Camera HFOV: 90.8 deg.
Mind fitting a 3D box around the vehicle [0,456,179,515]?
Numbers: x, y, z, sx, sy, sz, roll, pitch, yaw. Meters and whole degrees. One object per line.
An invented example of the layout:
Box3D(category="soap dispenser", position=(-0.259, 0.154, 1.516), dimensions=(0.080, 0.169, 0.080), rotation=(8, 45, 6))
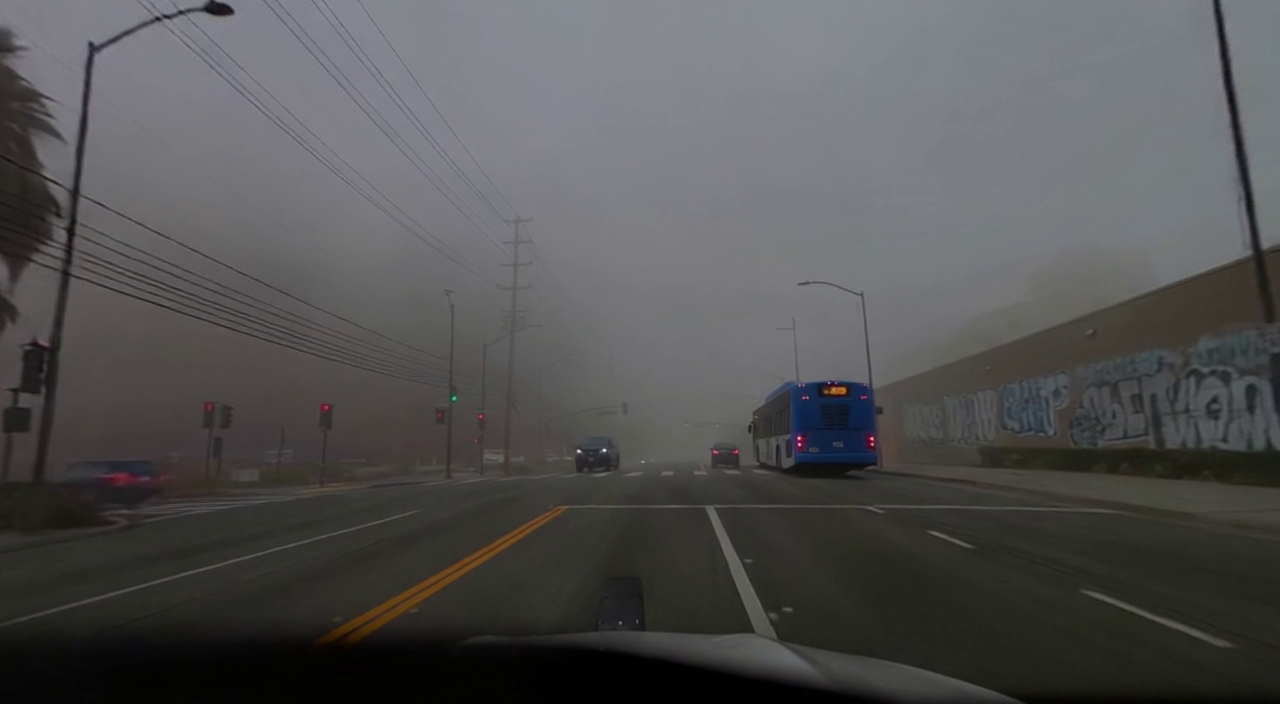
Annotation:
Box3D(category="vehicle", position=(-16.385, 3.825, 18.281), dimensions=(4.420, 1.544, 2.018), rotation=(0, -9, -2))

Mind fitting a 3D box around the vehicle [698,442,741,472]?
Box3D(category="vehicle", position=(4.269, 5.677, 34.342), dimensions=(1.961, 1.470, 4.196), rotation=(-1, -8, 3))

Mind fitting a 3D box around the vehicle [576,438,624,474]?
Box3D(category="vehicle", position=(-2.082, 5.610, 34.180), dimensions=(2.015, 1.818, 4.061), rotation=(-1, -9, 5))

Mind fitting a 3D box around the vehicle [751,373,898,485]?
Box3D(category="vehicle", position=(6.831, 3.314, 25.970), dimensions=(3.045, 3.447, 12.604), rotation=(-1, -9, 4))
